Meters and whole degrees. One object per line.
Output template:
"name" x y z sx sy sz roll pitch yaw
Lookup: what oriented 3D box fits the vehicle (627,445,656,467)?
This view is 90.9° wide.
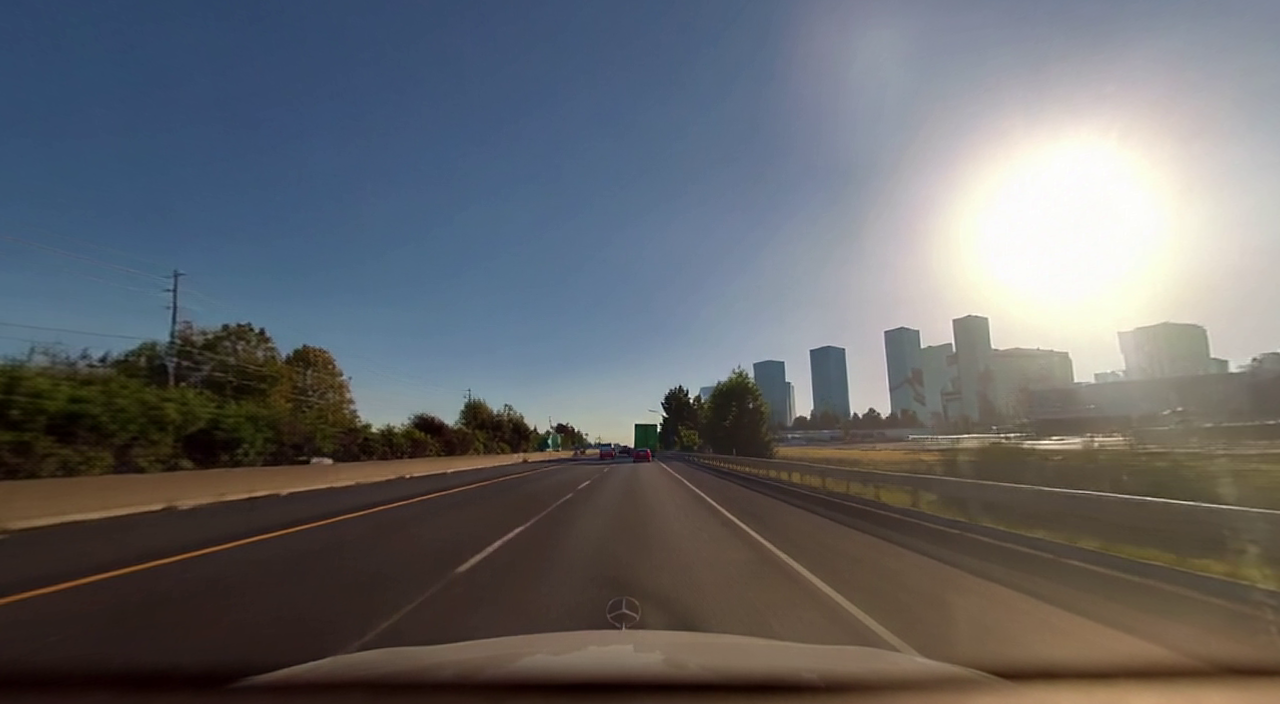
"vehicle" 0.086 7.880 47.800 2.094 1.559 3.945 0 -9 0

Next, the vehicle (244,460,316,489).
"vehicle" -19.508 6.610 34.310 1.646 1.399 3.733 -1 -9 1
